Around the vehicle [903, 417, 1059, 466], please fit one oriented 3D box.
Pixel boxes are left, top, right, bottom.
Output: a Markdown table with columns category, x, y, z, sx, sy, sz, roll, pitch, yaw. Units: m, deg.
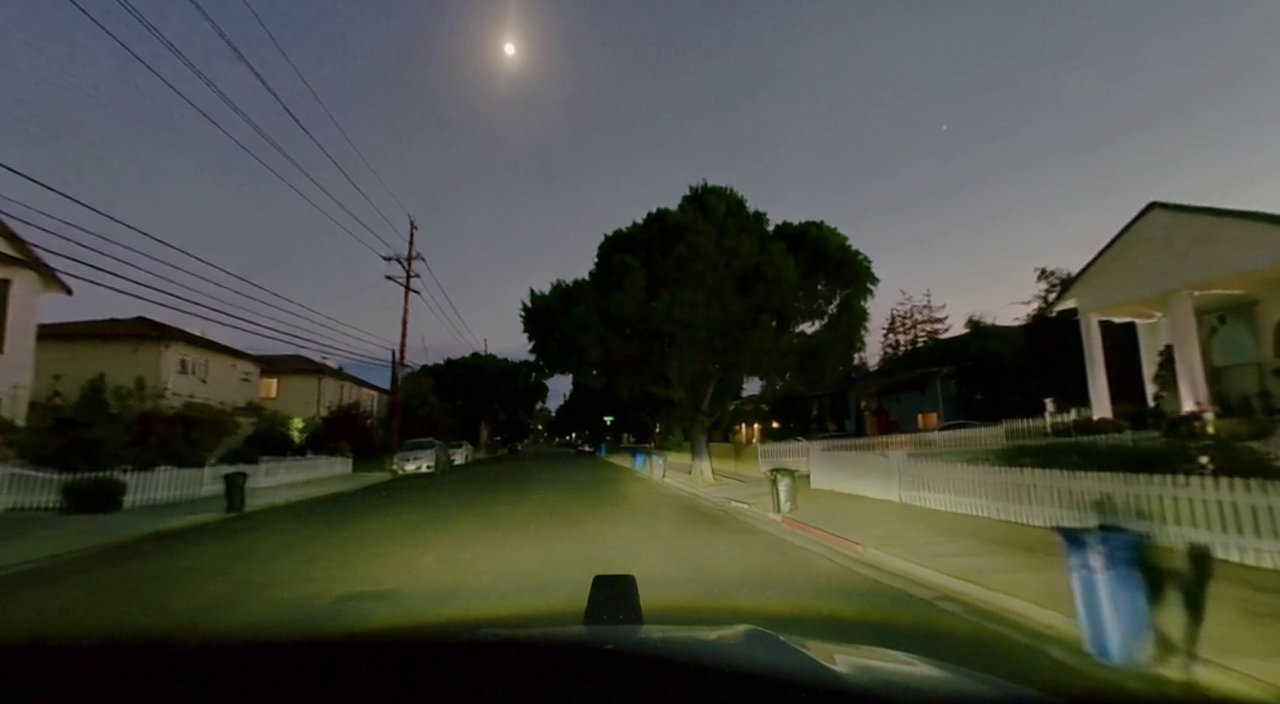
| category | x | y | z | sx | sy | sz | roll | pitch | yaw |
| --- | --- | --- | --- | --- | --- | --- | --- | --- | --- |
| vehicle | 12.783 | 3.392 | 23.863 | 4.842 | 1.728 | 1.875 | 1 | -9 | -5 |

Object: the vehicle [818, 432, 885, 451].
| category | x | y | z | sx | sy | sz | roll | pitch | yaw |
| --- | --- | --- | --- | --- | --- | --- | --- | --- | --- |
| vehicle | 12.974 | 5.511 | 38.820 | 3.606 | 1.094 | 1.420 | 1 | -9 | -5 |

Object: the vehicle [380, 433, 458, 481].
| category | x | y | z | sx | sy | sz | roll | pitch | yaw |
| --- | --- | --- | --- | --- | --- | --- | --- | --- | --- |
| vehicle | -10.192 | 4.903 | 29.639 | 2.240 | 1.940 | 5.429 | -1 | -9 | -6 |
